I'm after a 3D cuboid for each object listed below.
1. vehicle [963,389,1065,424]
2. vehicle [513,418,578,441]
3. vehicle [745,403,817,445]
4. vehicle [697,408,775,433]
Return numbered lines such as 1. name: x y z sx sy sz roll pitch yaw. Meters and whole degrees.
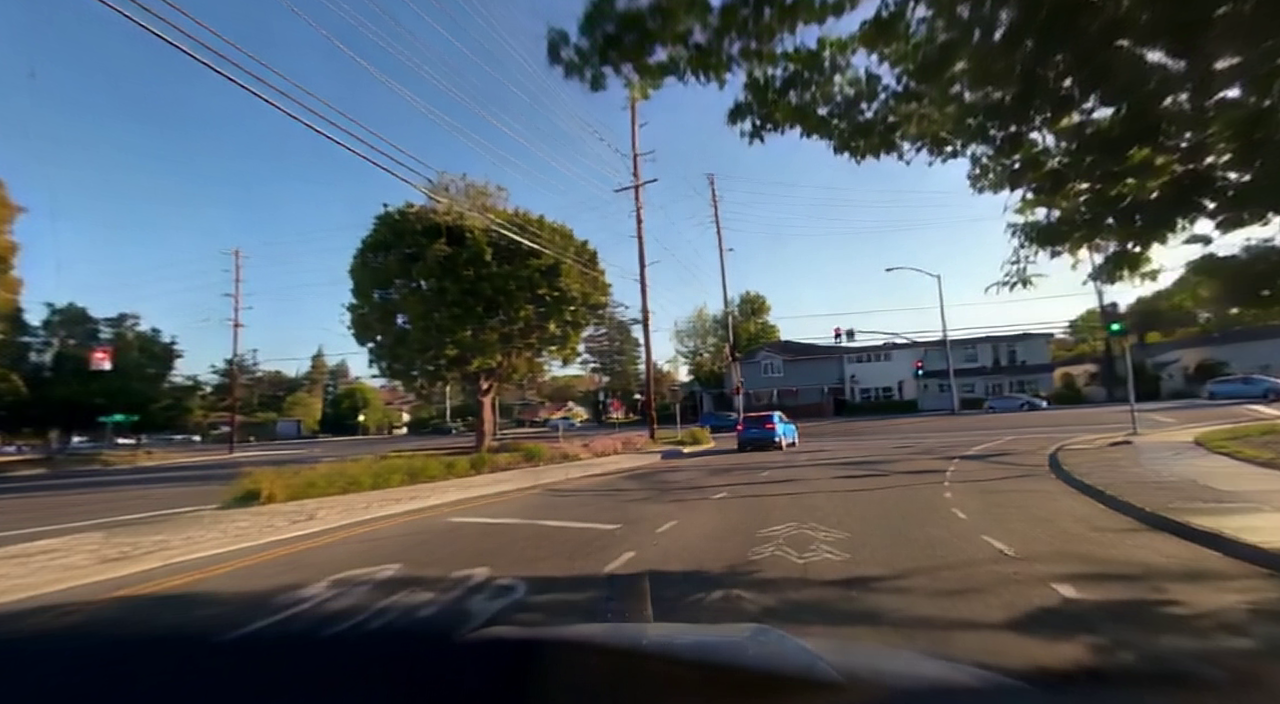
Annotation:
1. vehicle: 20.647 3.033 35.045 4.636 1.668 1.935 -5 -6 28
2. vehicle: -7.315 5.998 48.792 4.610 1.476 2.021 -4 -2 26
3. vehicle: 6.421 3.322 28.318 1.928 1.726 4.704 -5 -10 28
4. vehicle: 6.454 4.595 42.327 4.757 1.442 1.858 -5 -5 27
